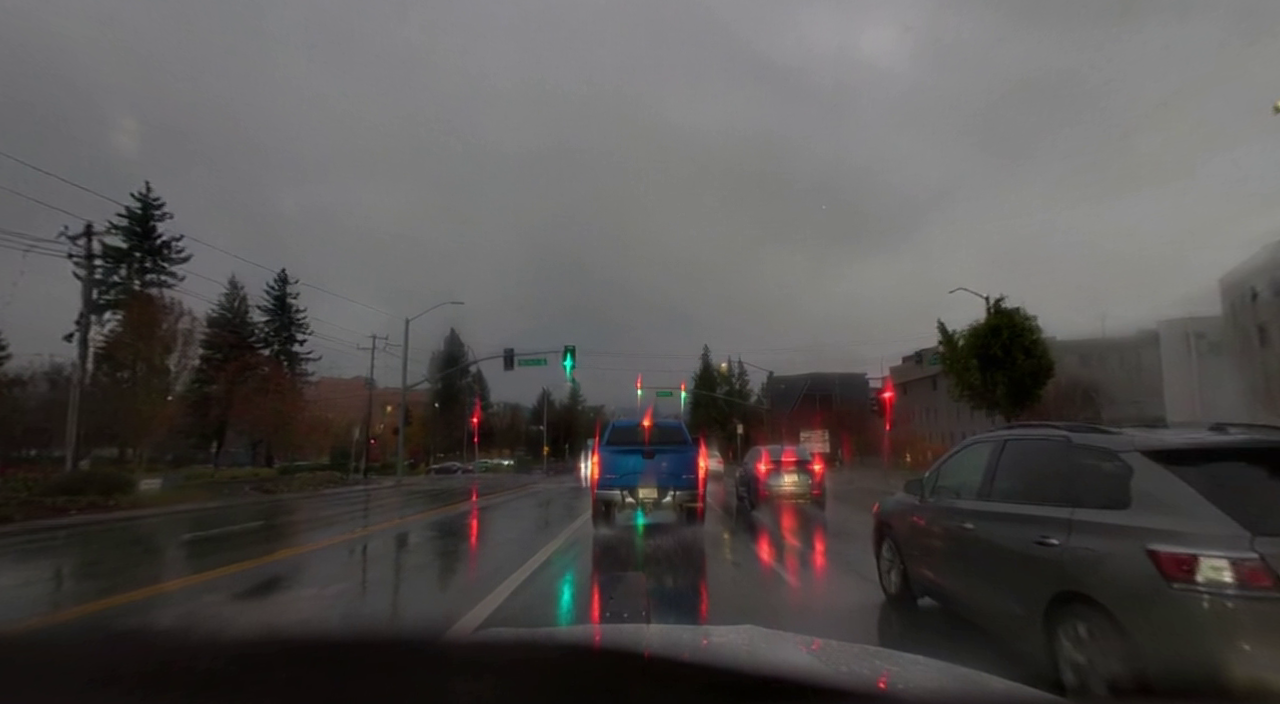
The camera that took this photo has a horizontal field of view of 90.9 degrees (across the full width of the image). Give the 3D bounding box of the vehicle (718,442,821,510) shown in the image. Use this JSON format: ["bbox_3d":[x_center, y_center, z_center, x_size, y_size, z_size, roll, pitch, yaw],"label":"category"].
[{"bbox_3d":[3.471,3.404,17.831,1.957,1.646,4.355,0,-9,0],"label":"vehicle"}]

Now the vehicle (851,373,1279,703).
[{"bbox_3d":[3.294,1.173,3.899,2.155,1.667,5.162,0,-9,0],"label":"vehicle"}]

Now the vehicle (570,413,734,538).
[{"bbox_3d":[0.193,2.403,12.979,2.636,2.011,5.425,0,-9,0],"label":"vehicle"}]
